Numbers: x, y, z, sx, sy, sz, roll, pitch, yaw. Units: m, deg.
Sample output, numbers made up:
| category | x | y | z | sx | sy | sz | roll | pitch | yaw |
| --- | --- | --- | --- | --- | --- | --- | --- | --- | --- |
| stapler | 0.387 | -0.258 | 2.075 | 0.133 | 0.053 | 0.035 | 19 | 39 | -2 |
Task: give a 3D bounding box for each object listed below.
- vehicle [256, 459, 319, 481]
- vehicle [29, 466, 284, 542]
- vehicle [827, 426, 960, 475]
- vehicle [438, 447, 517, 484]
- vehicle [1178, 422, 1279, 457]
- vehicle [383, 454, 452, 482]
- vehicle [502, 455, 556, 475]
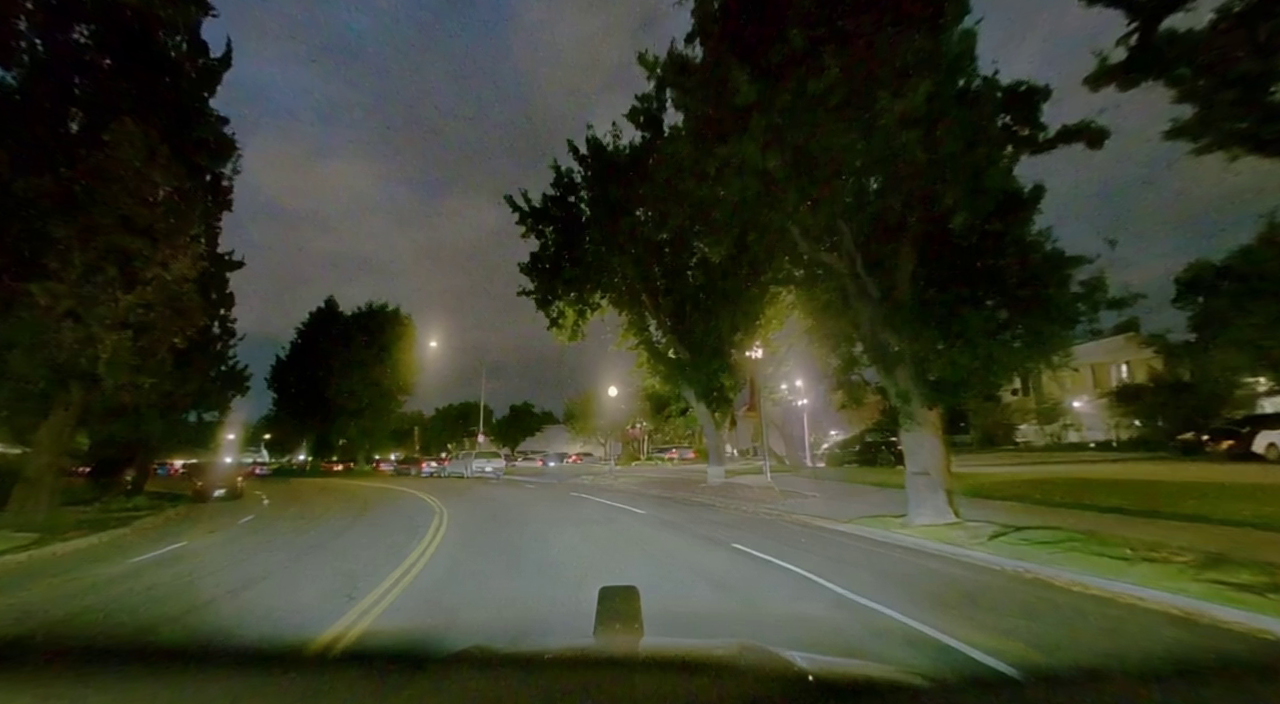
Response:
| category | x | y | z | sx | sy | sz | roll | pitch | yaw |
| --- | --- | --- | --- | --- | --- | --- | --- | --- | --- |
| vehicle | -26.610 | 8.865 | 47.677 | 4.713 | 1.508 | 1.884 | -5 | -10 | 30 |
| vehicle | -11.909 | 3.743 | 16.509 | 2.876 | 1.170 | 6.732 | -2 | -8 | -15 |
| vehicle | 9.205 | 3.594 | 23.097 | 4.248 | 1.657 | 1.940 | -3 | -10 | 23 |
| vehicle | -8.679 | 5.942 | 33.448 | 2.289 | 1.785 | 4.944 | 6 | -11 | -37 |
| vehicle | 24.703 | 3.614 | 26.010 | 3.467 | 1.375 | 1.566 | -4 | -10 | 24 |
| vehicle | -13.803 | 7.117 | 39.006 | 4.579 | 1.509 | 2.066 | -8 | -12 | 43 |
| vehicle | -8.483 | 8.675 | 48.796 | 2.218 | 1.373 | 4.156 | -4 | -9 | 22 |
